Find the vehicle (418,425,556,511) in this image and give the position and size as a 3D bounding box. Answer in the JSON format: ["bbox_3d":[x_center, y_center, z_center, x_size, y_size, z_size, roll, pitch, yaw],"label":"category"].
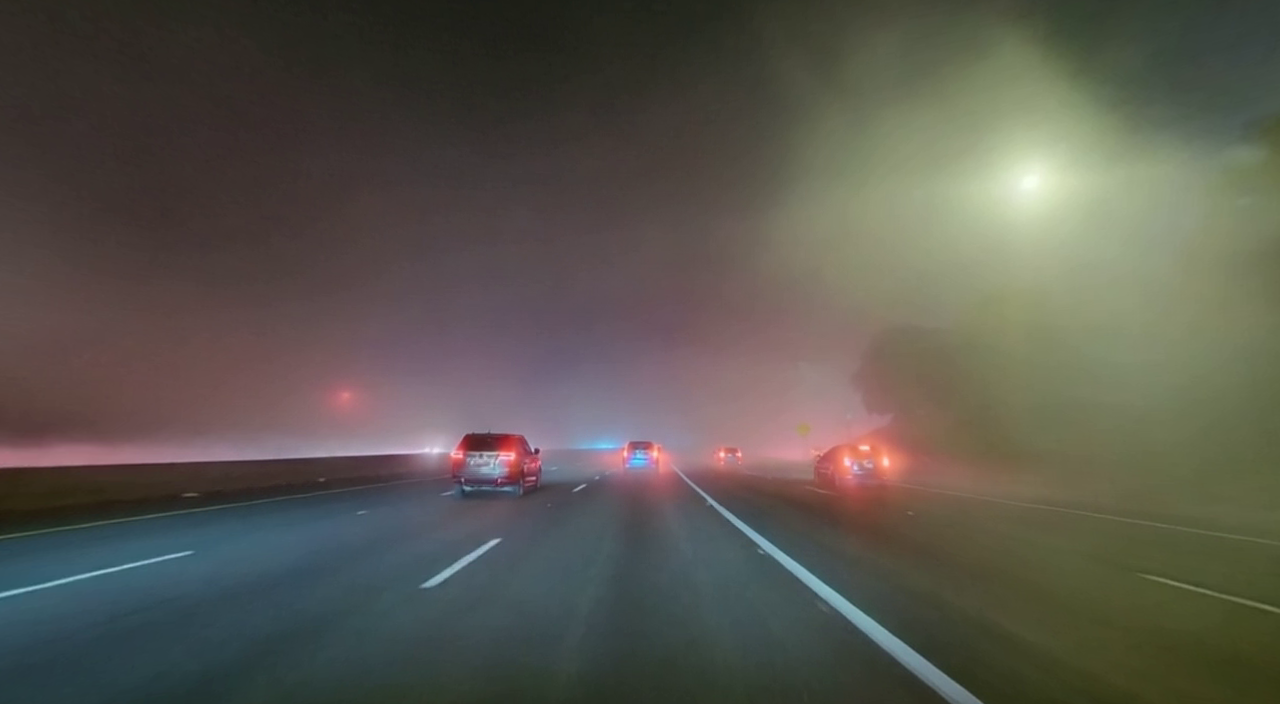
[{"bbox_3d":[-3.464,2.732,15.255,2.142,1.759,4.297,0,-9,2],"label":"vehicle"}]

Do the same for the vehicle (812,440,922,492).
[{"bbox_3d":[7.232,3.678,20.628,1.936,1.480,4.373,0,-9,0],"label":"vehicle"}]

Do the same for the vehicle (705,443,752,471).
[{"bbox_3d":[4.869,5.858,35.339,2.005,1.456,4.287,0,-9,0],"label":"vehicle"}]

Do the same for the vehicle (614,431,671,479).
[{"bbox_3d":[0.131,4.479,27.465,2.270,1.862,4.949,0,-9,1],"label":"vehicle"}]
